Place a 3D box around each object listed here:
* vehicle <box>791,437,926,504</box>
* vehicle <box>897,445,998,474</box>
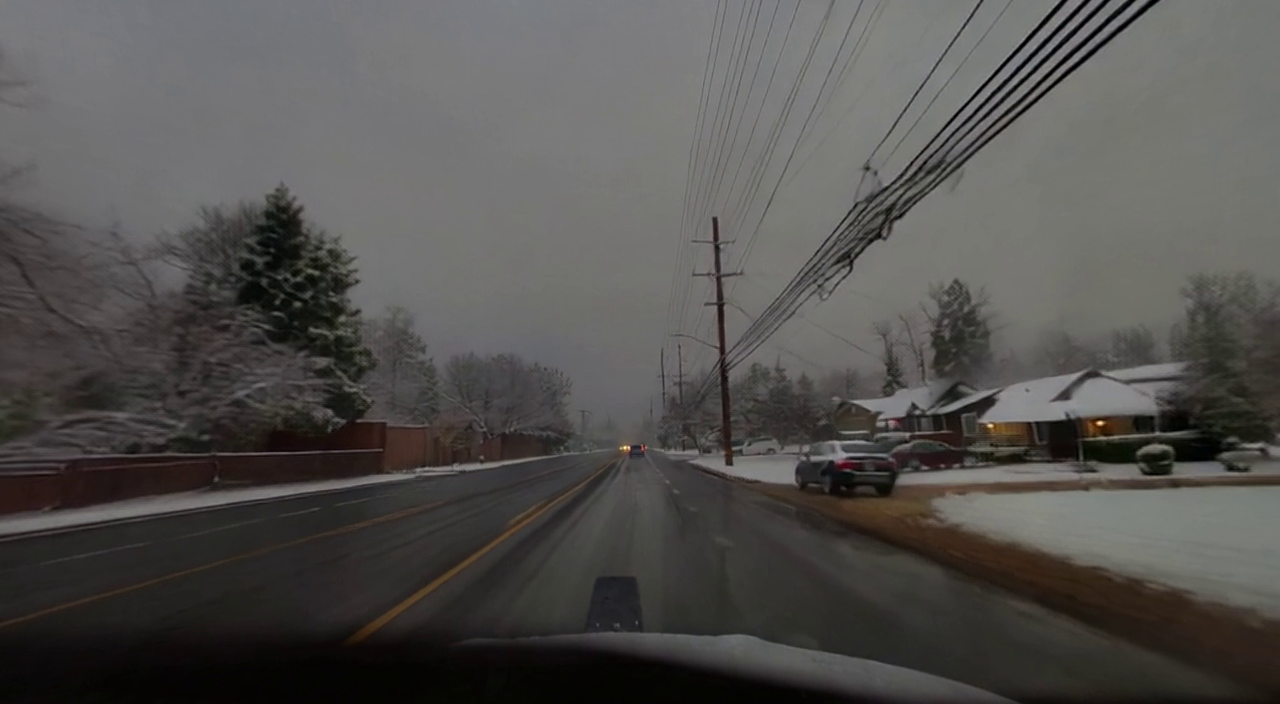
[{"bbox_3d":[6.005,3.292,18.048,2.039,1.637,4.782,0,-8,-1],"label":"vehicle"},{"bbox_3d":[15.104,5.287,31.069,4.034,1.403,1.821,0,-8,-2],"label":"vehicle"}]
